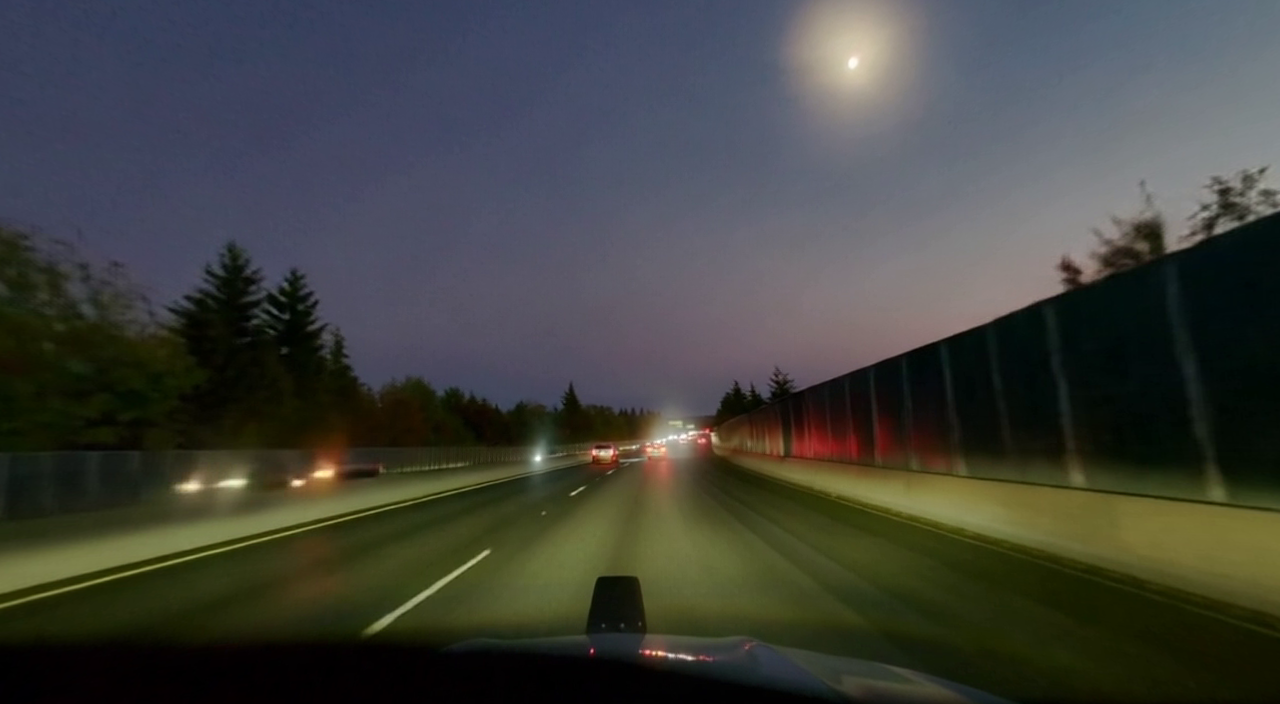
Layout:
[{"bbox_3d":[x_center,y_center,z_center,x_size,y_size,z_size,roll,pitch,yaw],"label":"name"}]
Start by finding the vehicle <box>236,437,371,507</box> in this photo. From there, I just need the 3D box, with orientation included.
[{"bbox_3d":[-14.092,4.994,26.878,2.577,2.627,5.306,0,-8,3],"label":"vehicle"}]

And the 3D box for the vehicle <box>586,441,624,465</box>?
[{"bbox_3d":[-2.234,6.529,40.866,1.985,1.518,3.847,-1,-8,4],"label":"vehicle"}]

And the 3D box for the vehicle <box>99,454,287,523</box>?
[{"bbox_3d":[-14.459,4.381,20.929,2.085,1.879,5.421,0,-8,2],"label":"vehicle"}]

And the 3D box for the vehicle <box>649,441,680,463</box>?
[{"bbox_3d":[1.744,7.069,44.676,2.077,1.533,3.854,-1,-8,3],"label":"vehicle"}]
